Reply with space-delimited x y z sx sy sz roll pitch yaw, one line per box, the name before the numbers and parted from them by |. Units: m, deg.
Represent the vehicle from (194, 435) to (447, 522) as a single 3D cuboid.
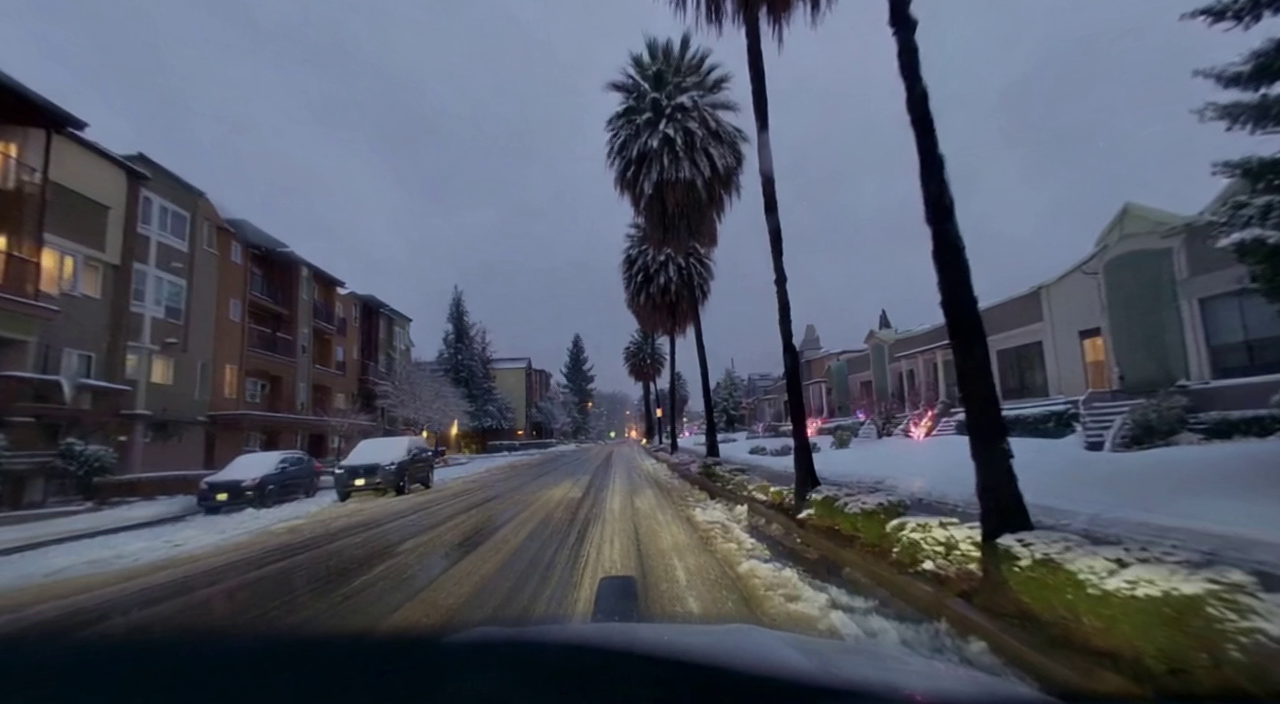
vehicle | -7.143 2.836 14.571 4.803 1.520 1.894 -3 -7 -5
